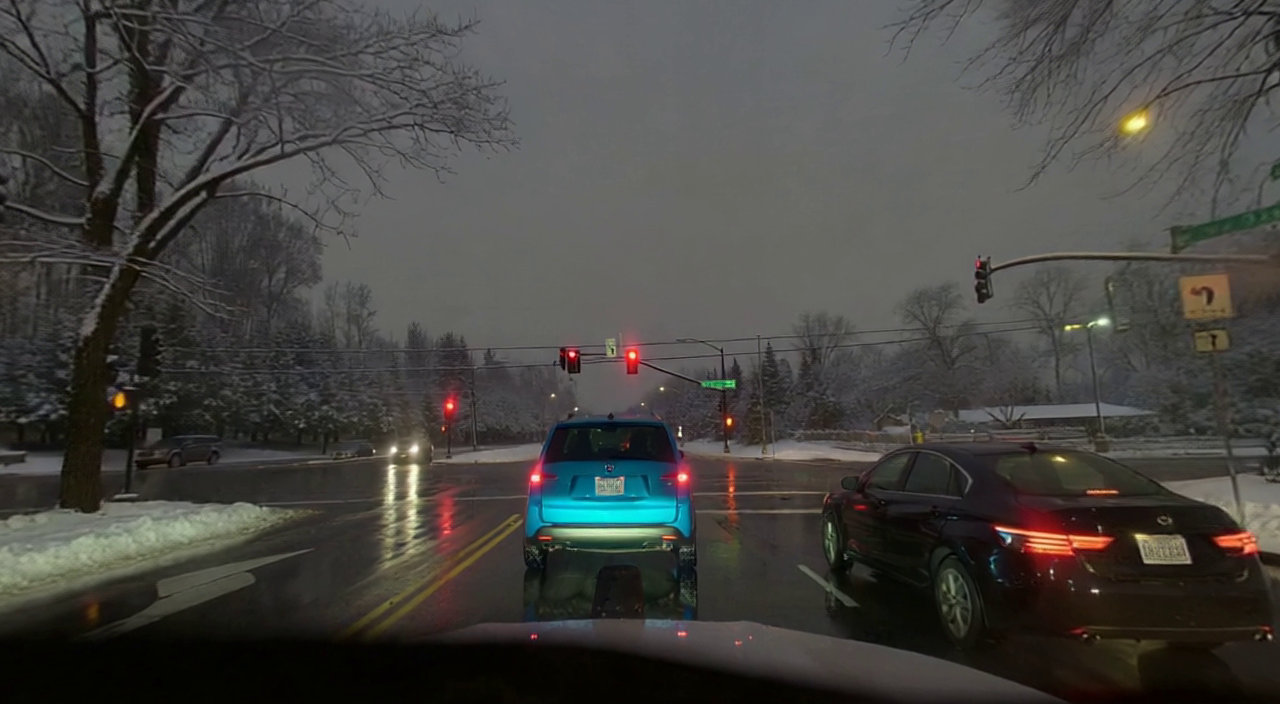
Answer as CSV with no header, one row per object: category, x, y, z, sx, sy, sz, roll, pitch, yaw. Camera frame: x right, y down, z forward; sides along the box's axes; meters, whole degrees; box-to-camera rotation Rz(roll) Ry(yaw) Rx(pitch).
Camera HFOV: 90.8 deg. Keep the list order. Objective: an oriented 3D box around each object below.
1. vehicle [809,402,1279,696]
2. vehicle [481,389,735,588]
vehicle,3.171,1.401,5.764,1.932,1.562,4.629,0,-9,-1
vehicle,-0.344,1.528,7.808,2.247,1.760,4.231,0,-9,-2
